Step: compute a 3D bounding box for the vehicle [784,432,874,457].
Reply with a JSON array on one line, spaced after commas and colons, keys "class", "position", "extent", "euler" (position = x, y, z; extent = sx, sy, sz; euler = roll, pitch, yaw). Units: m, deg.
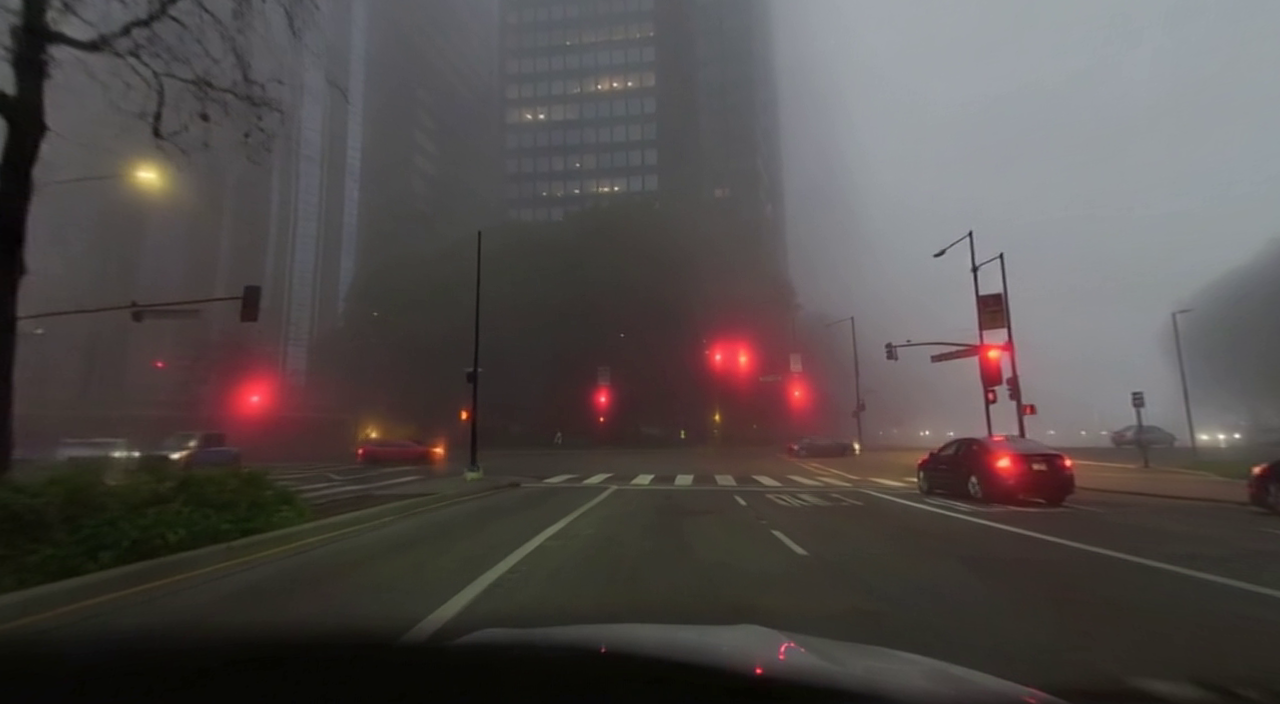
[{"class": "vehicle", "position": [11.262, 5.555, 37.843], "extent": [4.762, 1.420, 1.814], "euler": [0, -9, -1]}]

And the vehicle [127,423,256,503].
[{"class": "vehicle", "position": [-12.459, 3.068, 17.917], "extent": [2.125, 1.910, 4.779], "euler": [4, -9, -26]}]

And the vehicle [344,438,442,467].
[{"class": "vehicle", "position": [-13.180, 5.376, 33.946], "extent": [4.503, 1.475, 1.789], "euler": [0, -9, -2]}]

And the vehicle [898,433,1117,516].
[{"class": "vehicle", "position": [7.692, 2.598, 13.970], "extent": [1.936, 1.489, 4.885], "euler": [0, -9, 1]}]

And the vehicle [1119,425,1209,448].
[{"class": "vehicle", "position": [34.882, 5.668, 42.144], "extent": [4.253, 1.429, 1.807], "euler": [-1, -9, 4]}]

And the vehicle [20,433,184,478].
[{"class": "vehicle", "position": [-25.504, 4.917, 30.131], "extent": [5.659, 1.967, 2.149], "euler": [0, -9, -2]}]
